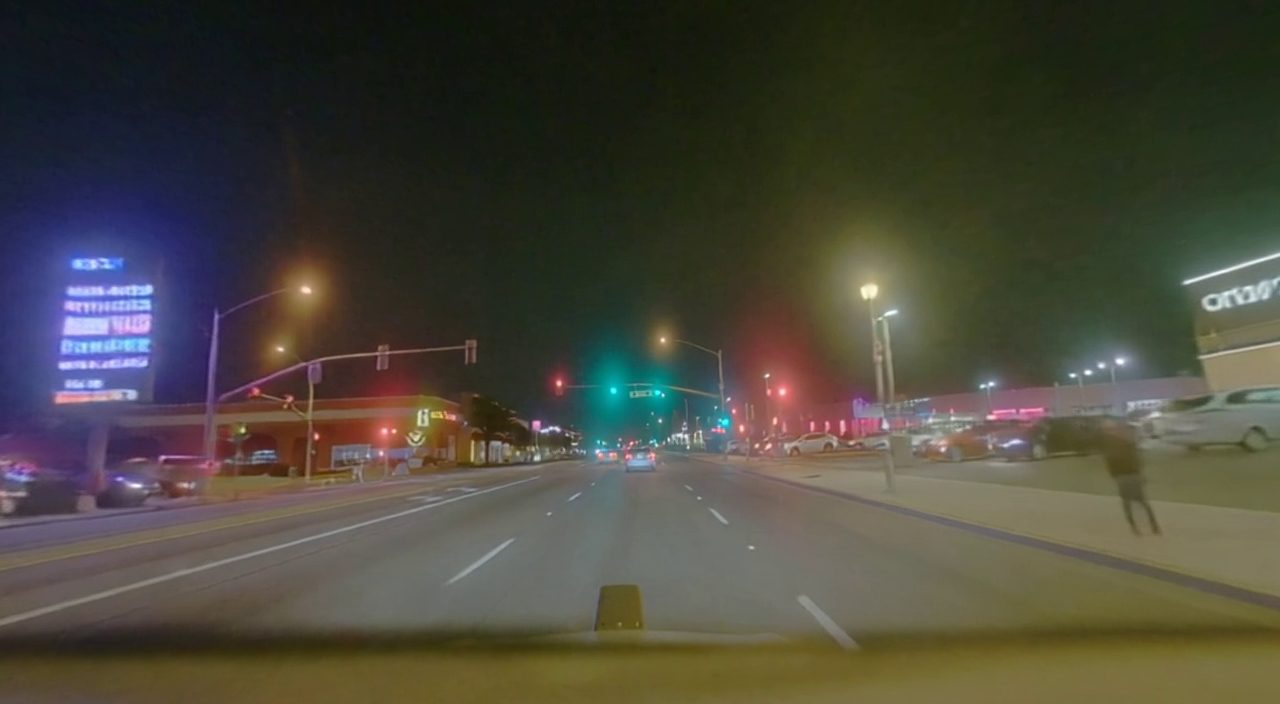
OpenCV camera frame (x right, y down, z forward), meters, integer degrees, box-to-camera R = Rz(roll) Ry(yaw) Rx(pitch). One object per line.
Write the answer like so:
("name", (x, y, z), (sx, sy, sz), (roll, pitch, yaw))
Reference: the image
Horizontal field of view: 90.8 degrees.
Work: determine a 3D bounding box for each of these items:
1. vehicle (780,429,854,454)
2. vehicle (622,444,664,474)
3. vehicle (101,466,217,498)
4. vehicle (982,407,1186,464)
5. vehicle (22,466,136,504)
("vehicle", (13.378, 6.827, 47.965), (4.852, 1.805, 2.155), (0, -9, -2))
("vehicle", (0.145, 5.412, 32.160), (1.977, 1.451, 4.032), (0, -9, 0))
("vehicle", (-25.911, 6.978, 34.154), (2.007, 1.466, 4.543), (-8, -11, 41))
("vehicle", (12.964, 2.488, 18.698), (4.466, 1.553, 2.060), (0, -9, -1))
("vehicle", (-26.366, 6.223, 29.777), (3.790, 1.515, 1.704), (8, -12, -43))
